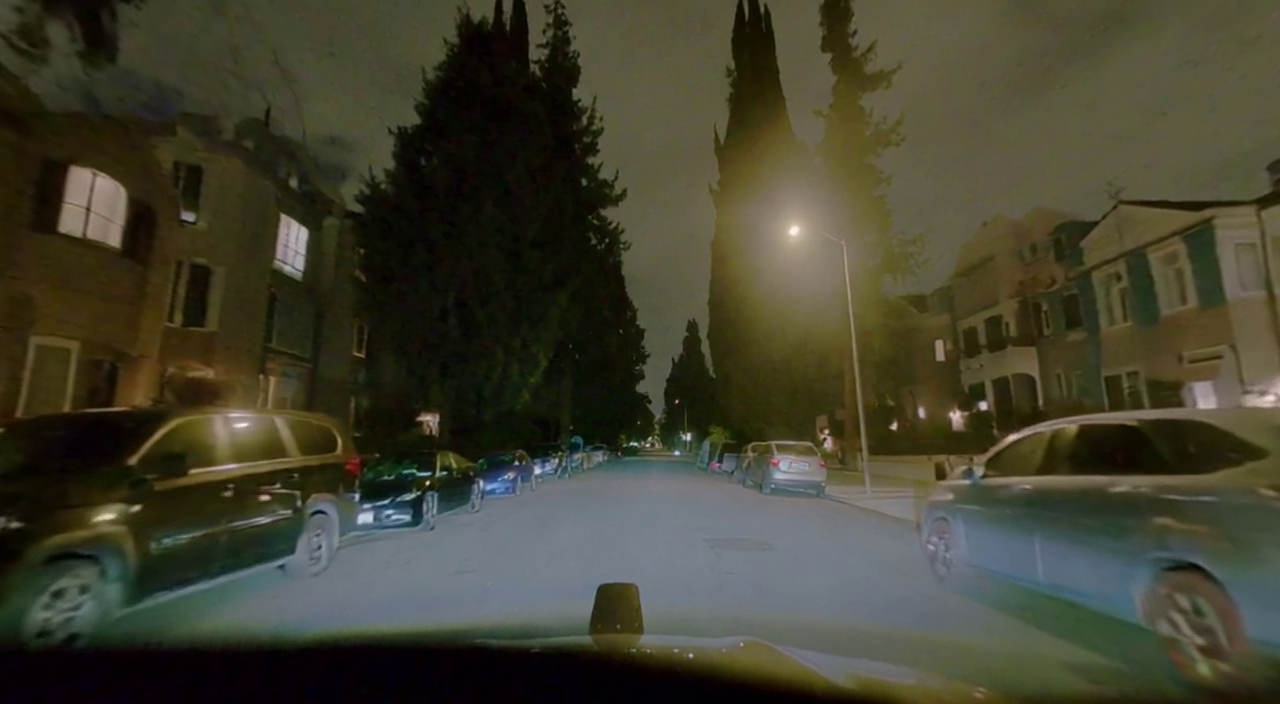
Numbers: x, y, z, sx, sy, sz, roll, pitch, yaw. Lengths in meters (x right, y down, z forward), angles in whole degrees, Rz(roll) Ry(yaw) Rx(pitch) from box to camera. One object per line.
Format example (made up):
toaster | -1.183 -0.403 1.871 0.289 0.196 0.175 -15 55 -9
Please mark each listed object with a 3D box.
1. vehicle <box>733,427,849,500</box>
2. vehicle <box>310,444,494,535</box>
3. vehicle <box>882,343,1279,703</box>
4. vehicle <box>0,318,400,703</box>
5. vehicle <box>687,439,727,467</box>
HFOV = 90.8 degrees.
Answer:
vehicle | 4.386 3.334 19.330 2.306 1.901 4.908 0 -8 0
vehicle | -4.496 2.625 12.841 1.826 1.489 4.604 0 -8 2
vehicle | 4.057 1.181 4.973 2.214 1.830 4.997 0 -8 -1
vehicle | -4.598 1.274 5.948 2.461 2.145 5.415 0 -8 1
vehicle | 4.836 7.366 46.192 2.450 1.897 5.050 0 -8 1
